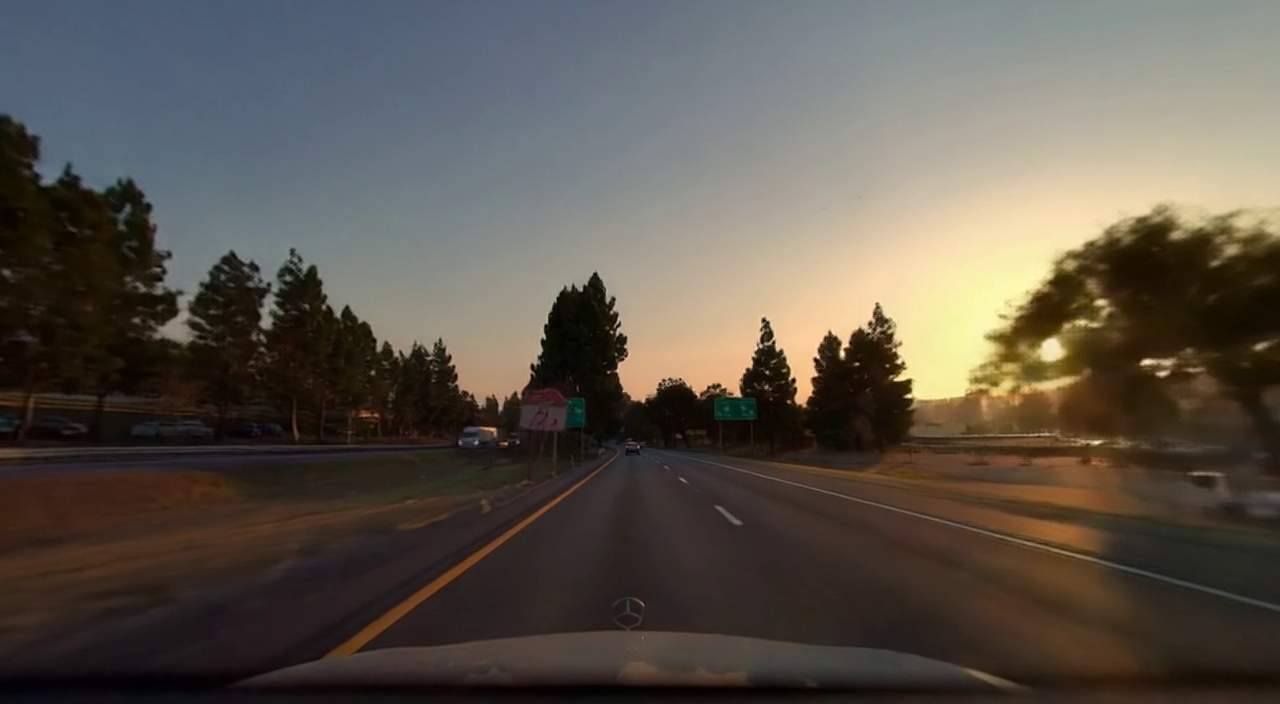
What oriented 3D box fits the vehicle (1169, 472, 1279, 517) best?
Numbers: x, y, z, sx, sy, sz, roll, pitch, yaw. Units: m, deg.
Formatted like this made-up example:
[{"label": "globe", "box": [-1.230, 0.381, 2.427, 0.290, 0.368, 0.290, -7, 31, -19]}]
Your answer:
[{"label": "vehicle", "box": [28.786, 6.664, 29.553, 5.647, 1.831, 2.255, -4, -10, 28]}]
